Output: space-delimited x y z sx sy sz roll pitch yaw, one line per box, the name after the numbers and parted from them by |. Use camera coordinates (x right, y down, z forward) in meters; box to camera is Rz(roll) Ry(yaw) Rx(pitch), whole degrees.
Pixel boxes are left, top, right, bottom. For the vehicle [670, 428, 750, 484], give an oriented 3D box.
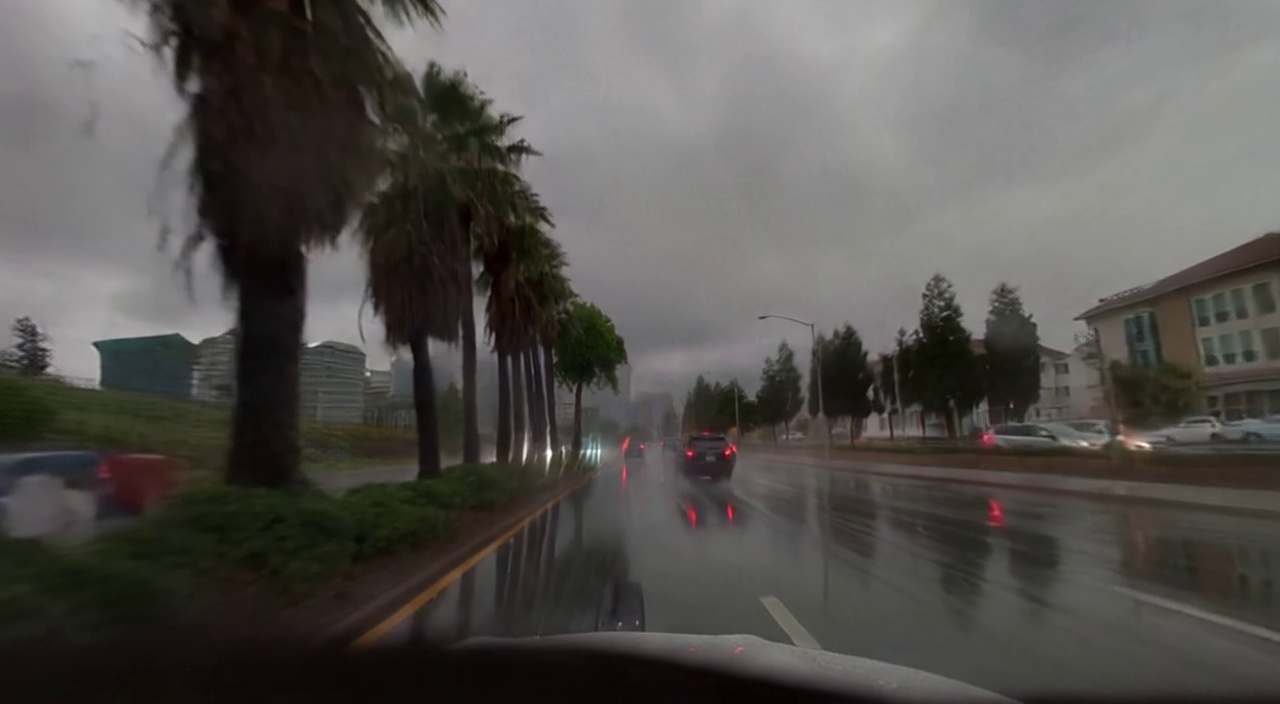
2.686 4.227 25.872 2.559 2.017 5.562 0 -9 -1 | vehicle

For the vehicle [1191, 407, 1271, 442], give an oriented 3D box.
37.824 4.760 40.630 2.235 2.018 6.593 -5 -10 30 | vehicle

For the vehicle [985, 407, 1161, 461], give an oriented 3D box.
19.198 3.809 28.517 2.305 2.084 6.115 1 -10 -21 | vehicle
